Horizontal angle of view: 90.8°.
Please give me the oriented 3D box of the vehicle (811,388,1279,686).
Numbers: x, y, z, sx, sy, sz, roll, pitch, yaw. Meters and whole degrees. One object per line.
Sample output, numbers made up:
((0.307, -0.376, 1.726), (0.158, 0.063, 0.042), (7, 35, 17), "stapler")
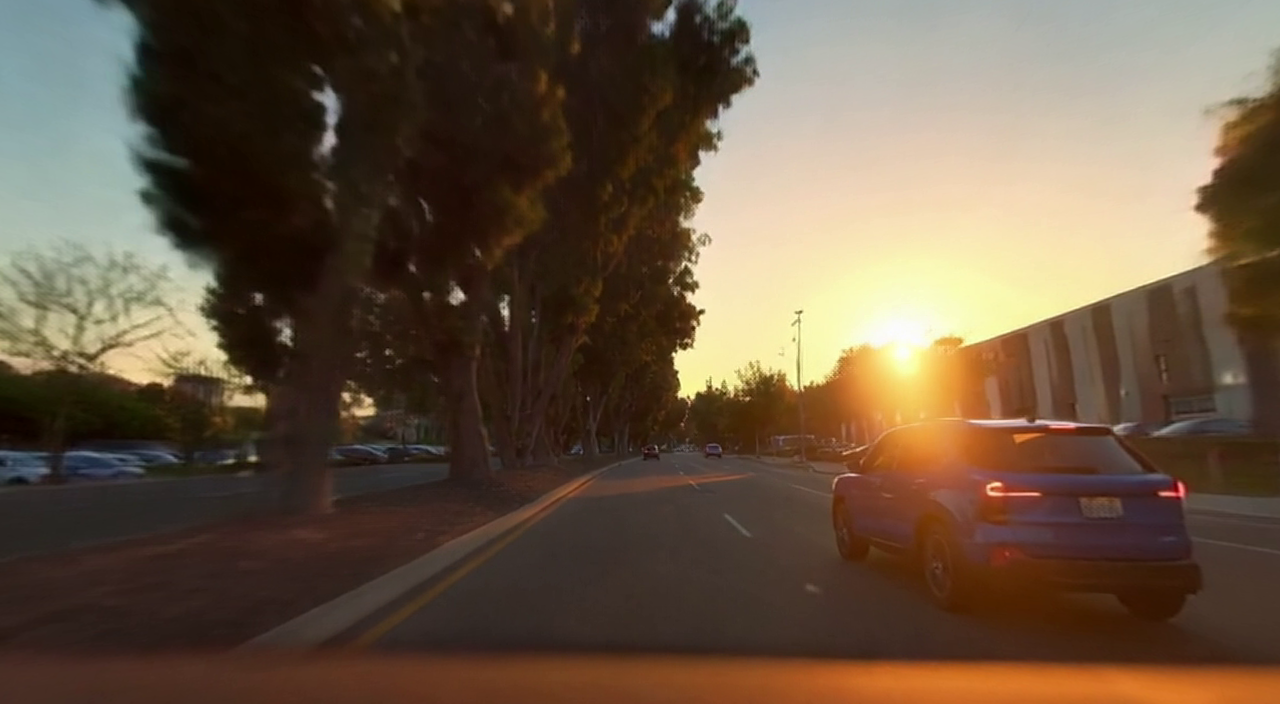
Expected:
((3.224, 1.379, 5.781), (2.060, 1.665, 4.284), (0, -9, 0), "vehicle")
